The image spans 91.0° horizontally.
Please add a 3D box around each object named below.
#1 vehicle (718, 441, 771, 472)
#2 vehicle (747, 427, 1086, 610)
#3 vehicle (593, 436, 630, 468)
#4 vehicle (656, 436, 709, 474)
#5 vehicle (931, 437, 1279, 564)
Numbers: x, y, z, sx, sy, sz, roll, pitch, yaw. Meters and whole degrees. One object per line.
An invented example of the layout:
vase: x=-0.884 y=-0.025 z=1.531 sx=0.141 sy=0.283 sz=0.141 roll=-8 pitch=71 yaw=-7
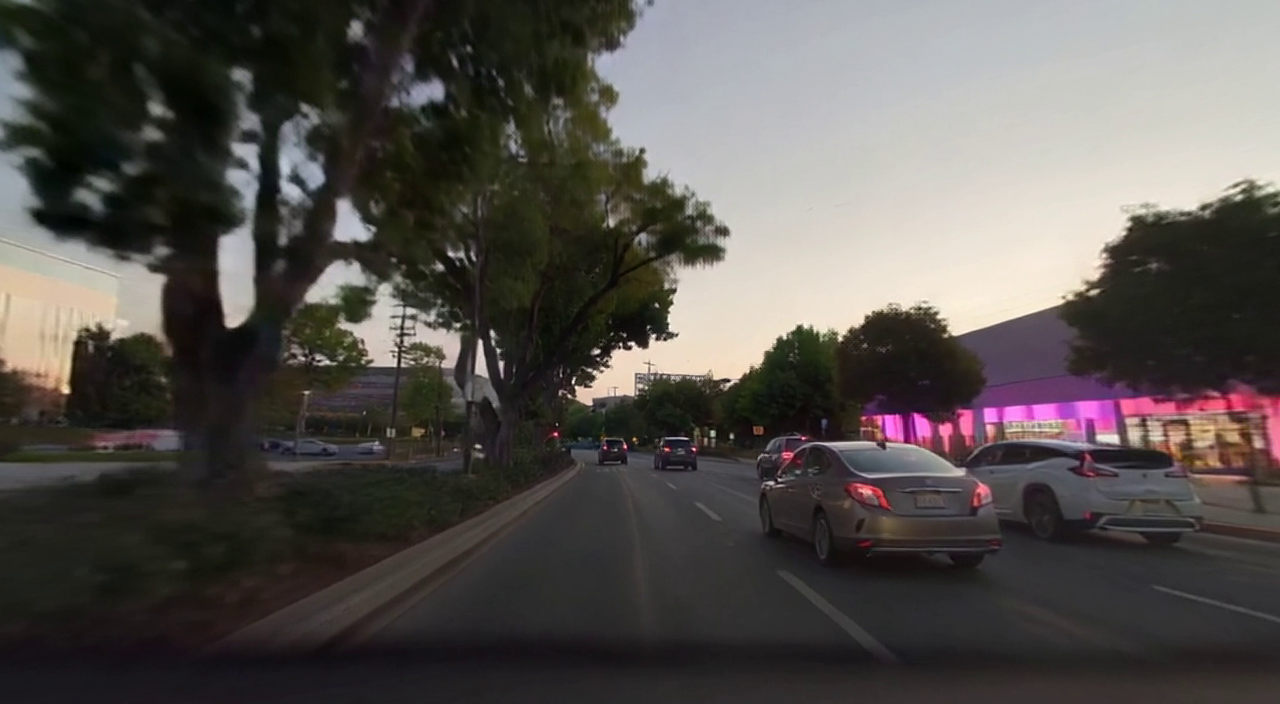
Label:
vehicle: x=5.838 y=5.908 z=35.759 sx=1.954 sy=1.606 sz=4.423 roll=1 pitch=-8 yaw=-5
vehicle: x=2.611 y=1.664 z=7.278 sx=1.883 sy=1.452 sz=4.258 roll=0 pitch=-8 yaw=-2
vehicle: x=-1.737 y=5.950 z=37.633 sx=2.051 sy=1.798 sz=4.168 roll=1 pitch=-8 yaw=-5
vehicle: x=1.987 y=5.020 z=30.925 sx=2.000 sy=1.745 sz=4.206 roll=1 pitch=-8 yaw=-5
vehicle: x=6.456 y=2.055 z=9.559 sx=1.917 sy=1.457 sz=4.274 roll=0 pitch=-8 yaw=-2
